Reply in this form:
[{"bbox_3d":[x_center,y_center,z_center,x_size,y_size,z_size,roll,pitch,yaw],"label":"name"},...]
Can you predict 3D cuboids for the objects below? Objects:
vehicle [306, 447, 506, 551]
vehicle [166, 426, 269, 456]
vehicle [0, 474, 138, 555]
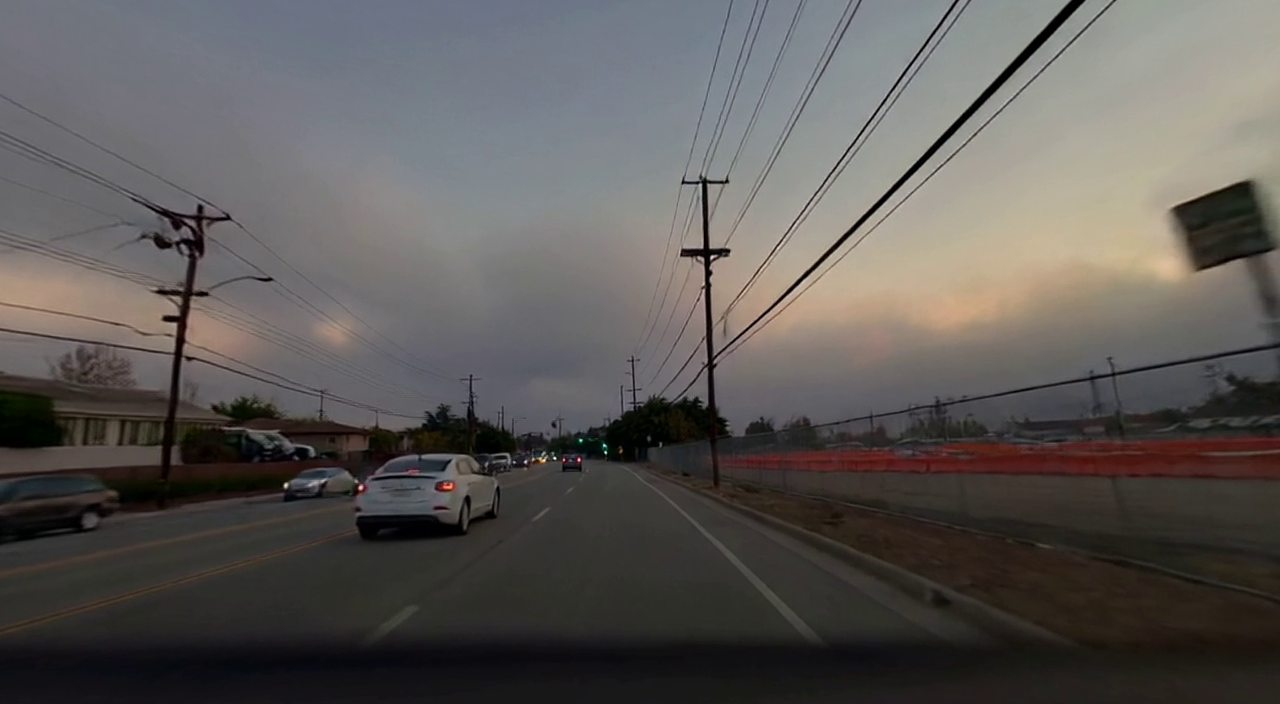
[{"bbox_3d":[-3.896,2.505,11.492,2.020,1.489,4.469,1,-9,-1],"label":"vehicle"},{"bbox_3d":[-25.780,5.490,38.575,4.635,1.737,2.146,1,-9,-6],"label":"vehicle"},{"bbox_3d":[-14.343,3.648,14.391,1.950,1.516,4.704,1,-9,-2],"label":"vehicle"}]
